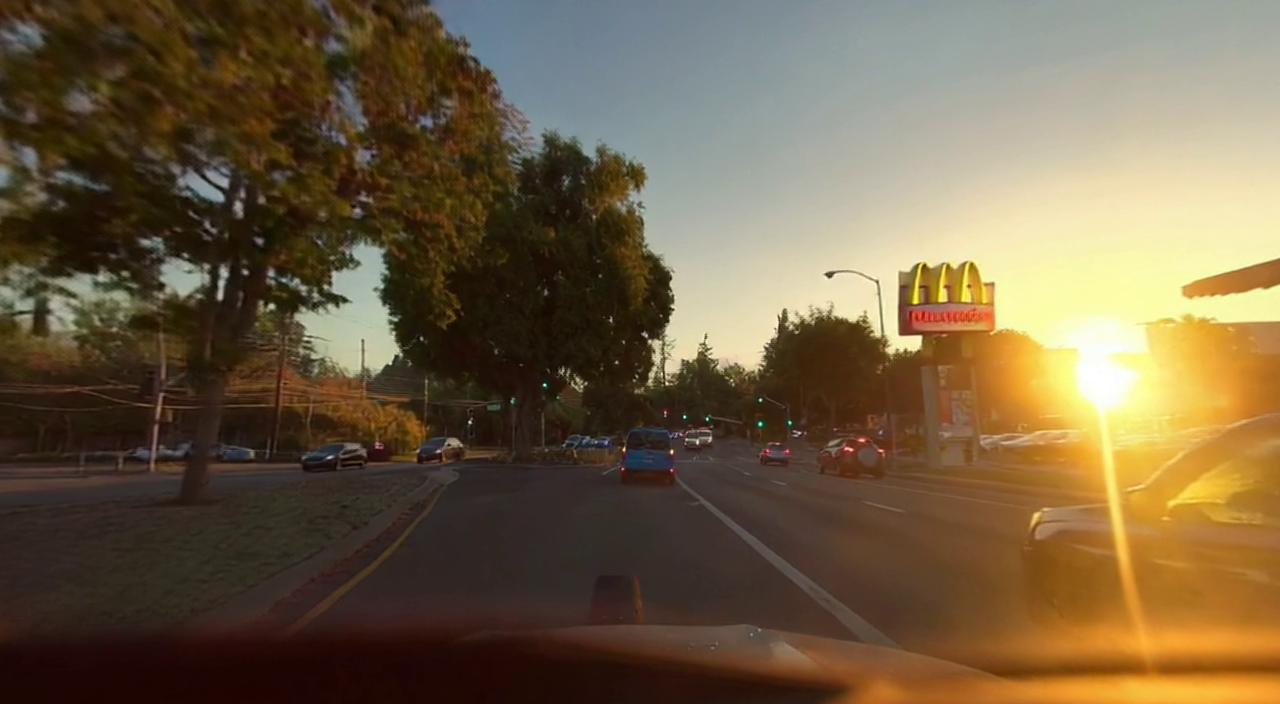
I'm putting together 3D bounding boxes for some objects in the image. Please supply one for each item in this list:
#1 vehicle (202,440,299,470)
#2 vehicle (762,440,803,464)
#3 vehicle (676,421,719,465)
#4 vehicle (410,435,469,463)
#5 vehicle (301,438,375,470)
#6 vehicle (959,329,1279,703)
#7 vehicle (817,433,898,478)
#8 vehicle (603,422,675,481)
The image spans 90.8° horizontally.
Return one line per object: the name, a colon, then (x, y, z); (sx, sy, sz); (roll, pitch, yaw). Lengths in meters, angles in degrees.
vehicle: (-27.381, 7.242, 44.526); (5.258, 1.970, 2.363); (-1, -9, 3)
vehicle: (9.603, 6.793, 42.912); (1.879, 1.517, 4.006); (0, -8, 0)
vehicle: (3.578, 5.750, 40.127); (2.239, 2.586, 4.586); (1, -8, -1)
vehicle: (-14.285, 6.949, 45.396); (2.311, 1.849, 4.889); (-1, -8, 4)
vehicle: (-18.600, 6.299, 39.211); (2.050, 1.797, 4.945); (0, -8, 1)
vehicle: (3.381, 0.784, 2.316); (2.076, 1.716, 4.416); (0, -8, 0)
vehicle: (9.267, 4.447, 27.293); (1.977, 1.786, 4.344); (0, -8, 1)
vehicle: (-0.077, 3.642, 23.234); (2.402, 1.938, 4.535); (0, -8, -1)
